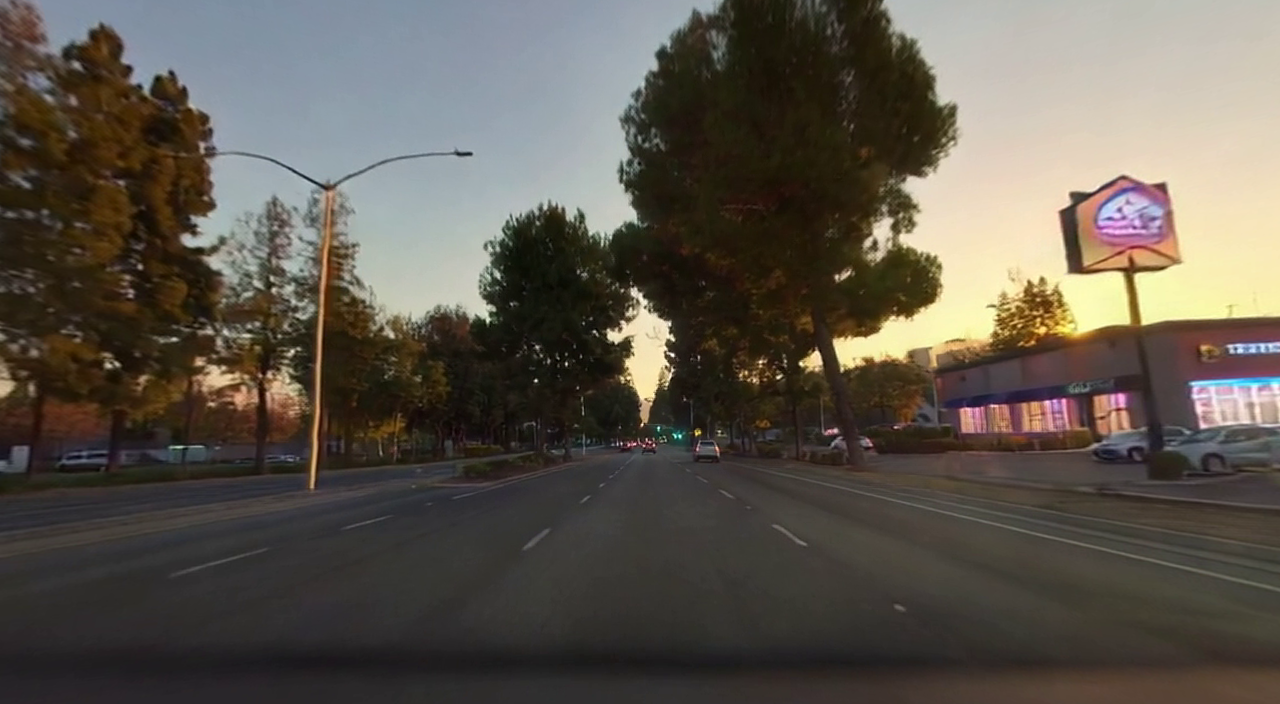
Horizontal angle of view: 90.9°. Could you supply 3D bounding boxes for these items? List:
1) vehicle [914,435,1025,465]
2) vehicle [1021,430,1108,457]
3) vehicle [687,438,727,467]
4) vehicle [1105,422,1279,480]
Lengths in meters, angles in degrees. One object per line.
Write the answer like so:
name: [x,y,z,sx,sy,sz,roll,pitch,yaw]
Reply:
vehicle: [17.100,5.135,32.873,4.685,1.478,1.849,-1,-9,2]
vehicle: [30.467,6.610,45.340,2.038,1.770,4.755,7,-12,-42]
vehicle: [4.202,6.387,40.203,2.007,1.683,4.171,0,-8,-1]
vehicle: [17.619,3.075,19.661,4.386,1.701,2.121,-1,-8,4]
